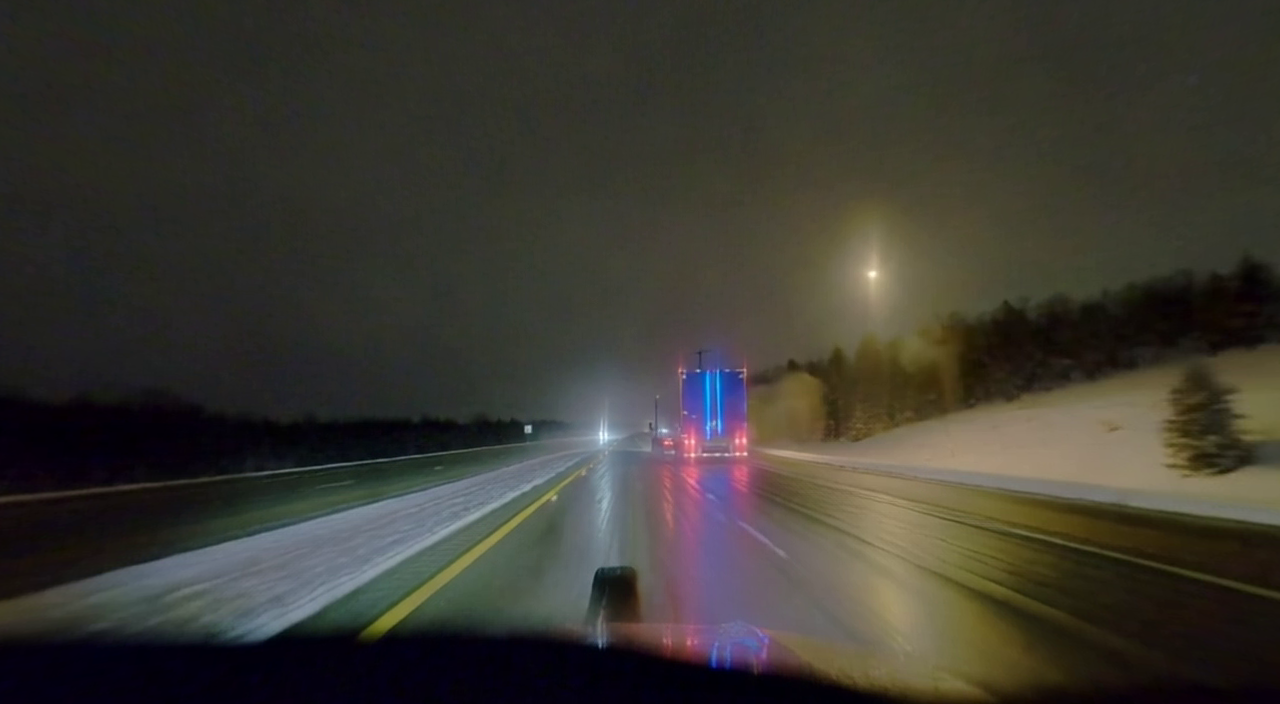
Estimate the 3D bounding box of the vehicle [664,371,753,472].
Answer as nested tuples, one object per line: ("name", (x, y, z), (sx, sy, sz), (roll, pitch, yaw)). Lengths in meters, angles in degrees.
("vehicle", (2.814, 3.233, 28.614), (2.949, 3.877, 8.528), (0, -8, -1))
